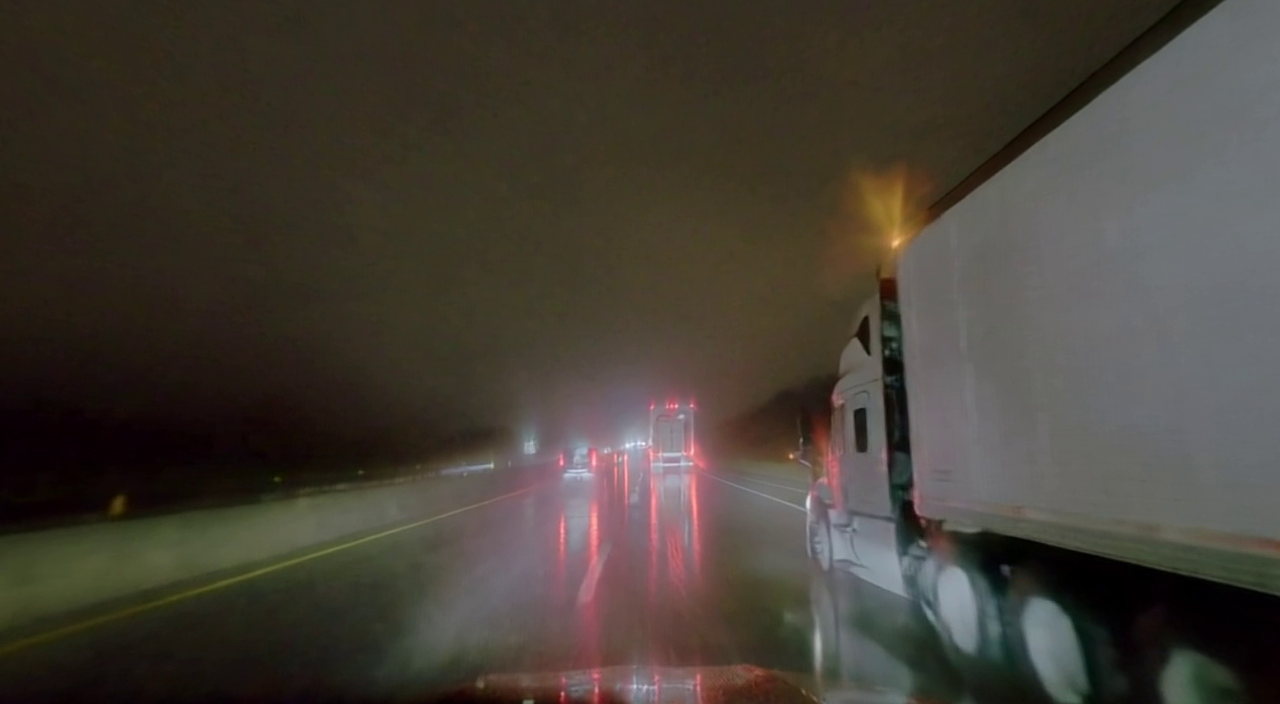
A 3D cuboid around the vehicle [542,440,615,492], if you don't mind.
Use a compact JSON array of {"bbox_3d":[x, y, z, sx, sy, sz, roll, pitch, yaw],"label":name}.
[{"bbox_3d":[-2.132,4.094,22.902,2.160,1.691,4.243,0,-9,1],"label":"vehicle"}]
